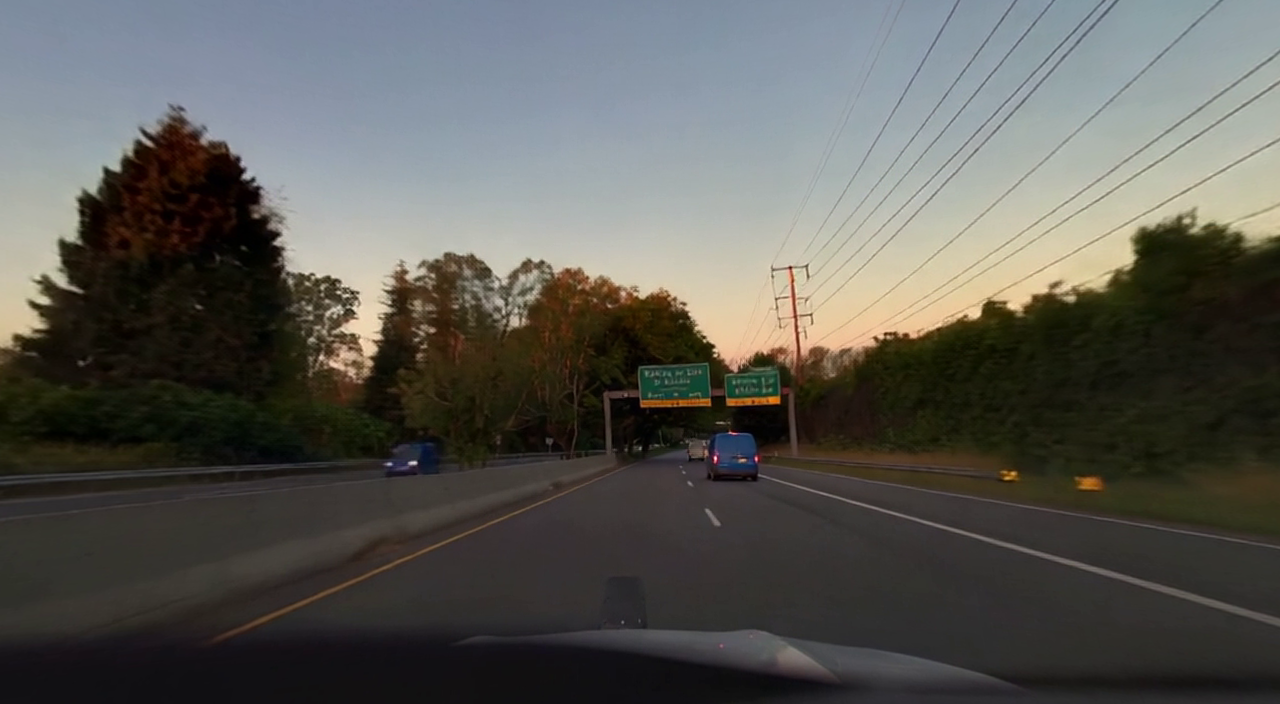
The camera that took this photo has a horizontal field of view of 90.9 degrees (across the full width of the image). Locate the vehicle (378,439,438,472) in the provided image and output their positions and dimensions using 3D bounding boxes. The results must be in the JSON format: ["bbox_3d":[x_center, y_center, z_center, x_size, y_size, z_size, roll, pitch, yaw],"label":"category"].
[{"bbox_3d":[-15.994,7.177,43.699,2.055,2.164,4.594,-1,-9,5],"label":"vehicle"}]

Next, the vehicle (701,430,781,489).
[{"bbox_3d":[3.657,4.024,23.872,2.261,1.969,5.104,0,-9,1],"label":"vehicle"}]
